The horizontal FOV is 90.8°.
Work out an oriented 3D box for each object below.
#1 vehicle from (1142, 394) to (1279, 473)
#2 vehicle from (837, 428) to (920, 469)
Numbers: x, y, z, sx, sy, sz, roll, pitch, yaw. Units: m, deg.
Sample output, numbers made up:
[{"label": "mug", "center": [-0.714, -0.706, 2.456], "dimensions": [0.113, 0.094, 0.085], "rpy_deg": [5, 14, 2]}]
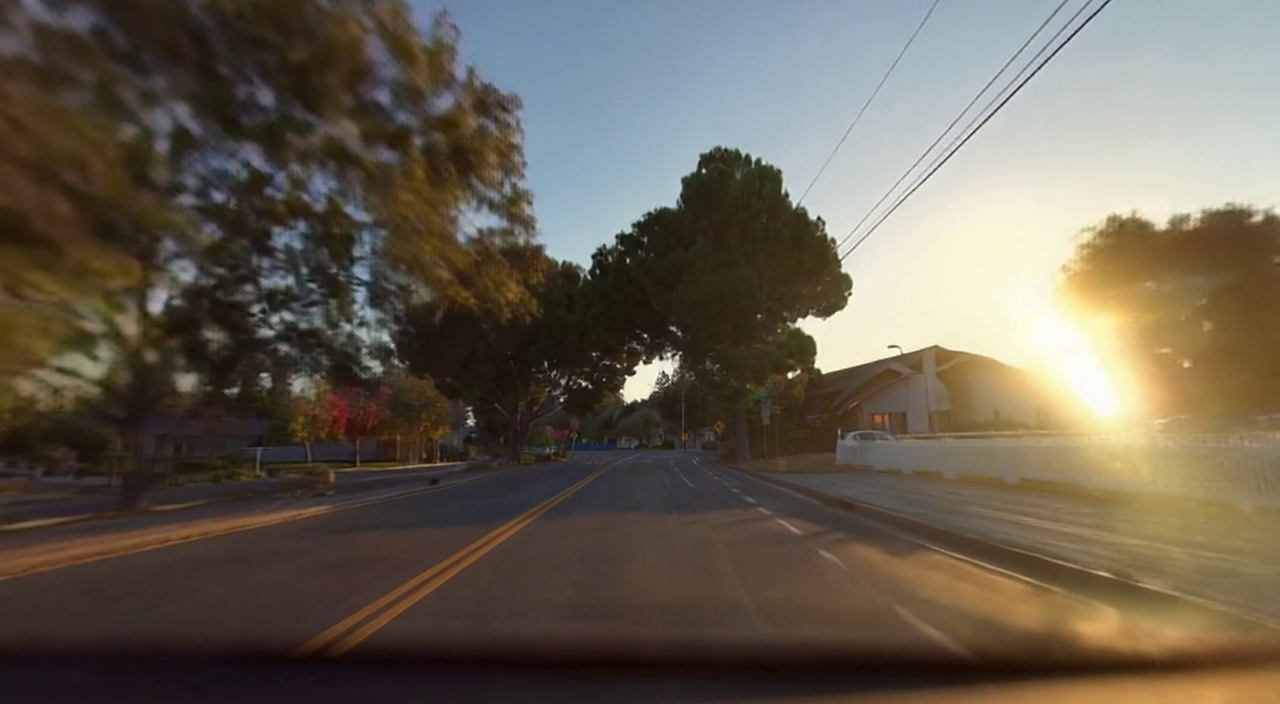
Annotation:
[{"label": "vehicle", "center": [21.519, 2.911, 22.487], "dimensions": [5.234, 2.631, 2.232], "rpy_deg": [0, -8, -1]}, {"label": "vehicle", "center": [10.659, 4.362, 28.612], "dimensions": [1.938, 1.695, 4.296], "rpy_deg": [0, -8, -2]}]
